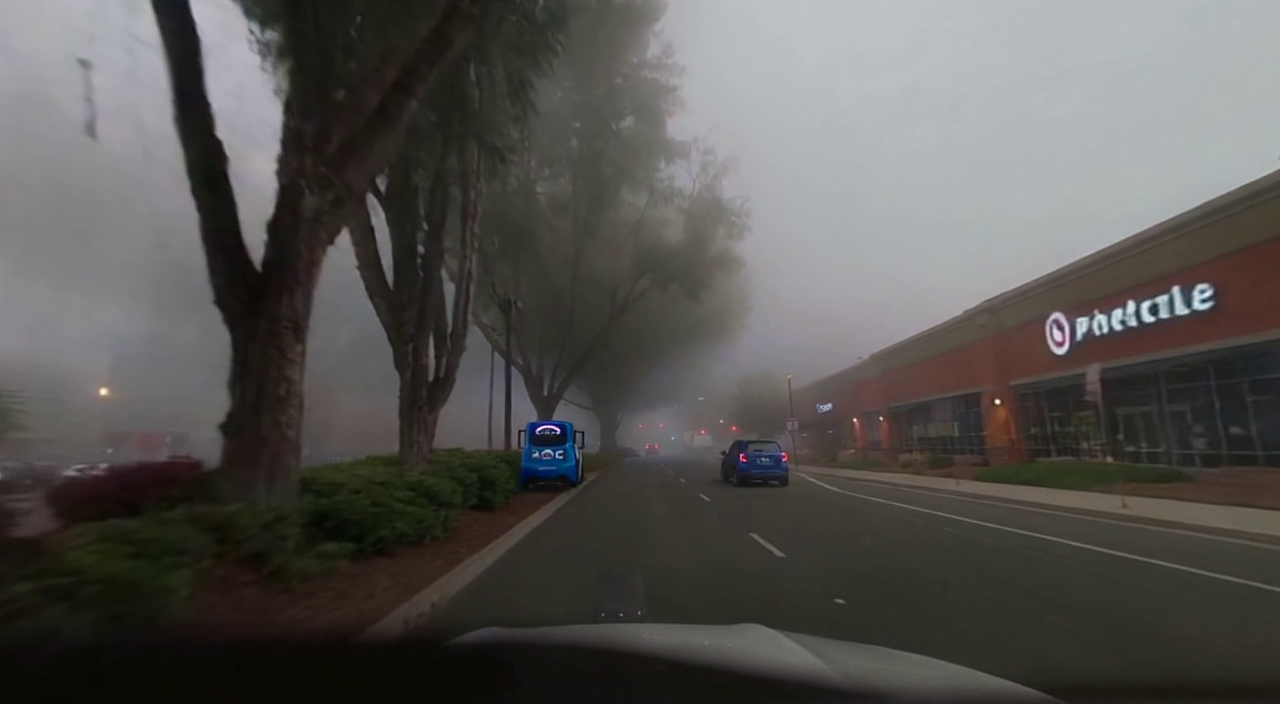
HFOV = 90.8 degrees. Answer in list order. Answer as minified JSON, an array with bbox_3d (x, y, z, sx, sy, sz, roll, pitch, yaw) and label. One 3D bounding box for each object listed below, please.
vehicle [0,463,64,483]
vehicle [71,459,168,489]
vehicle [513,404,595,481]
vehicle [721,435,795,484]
[{"bbox_3d":[-48.202,9.453,49.272,4.456,1.479,1.868,1,-10,-8],"label":"vehicle"},{"bbox_3d":[-31.445,7.349,38.327,4.225,1.449,1.819,1,-9,-27],"label":"vehicle"},{"bbox_3d":[-3.325,3.723,25.879,2.443,2.784,5.862,0,-9,1],"label":"vehicle"},{"bbox_3d":[4.283,3.991,23.642,1.869,1.646,4.166,0,-9,-1],"label":"vehicle"}]
